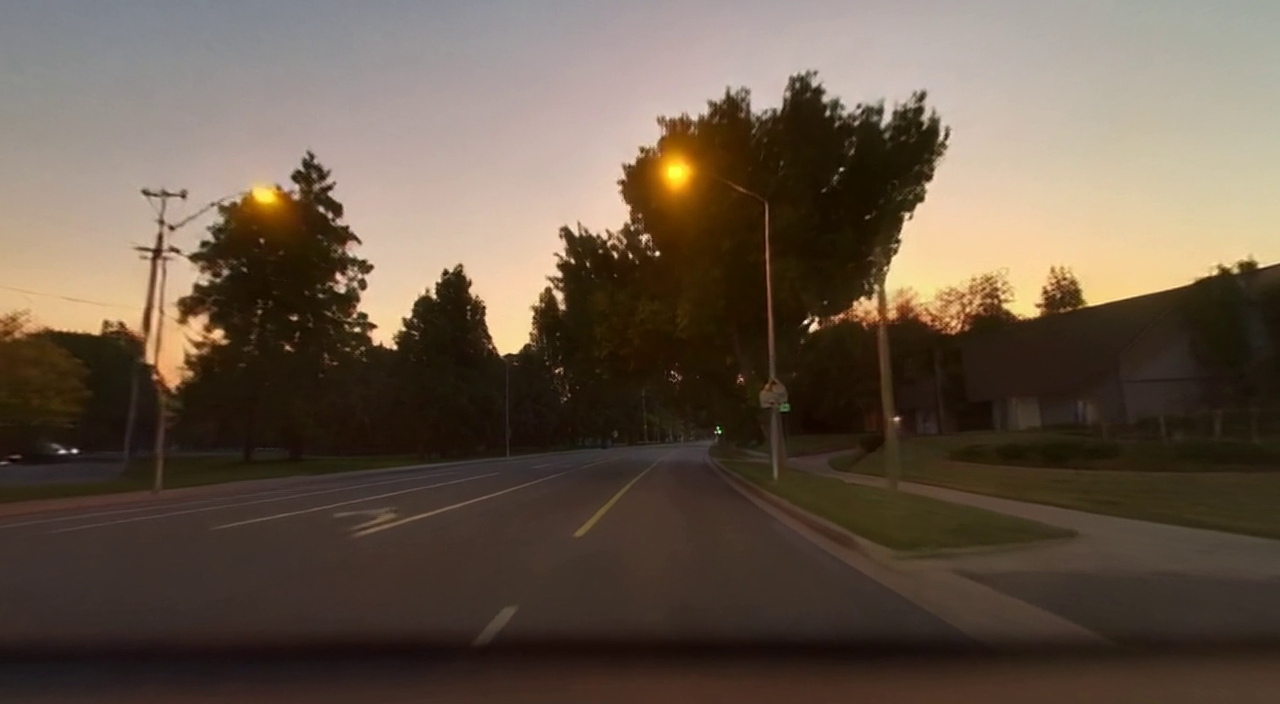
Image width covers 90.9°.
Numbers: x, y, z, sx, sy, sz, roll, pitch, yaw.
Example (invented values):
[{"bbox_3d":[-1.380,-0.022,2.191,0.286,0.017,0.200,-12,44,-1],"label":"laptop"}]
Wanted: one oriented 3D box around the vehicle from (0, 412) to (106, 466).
[{"bbox_3d":[-42.268,5.833,41.989,2.875,3.424,10.833,-2,-9,7],"label":"vehicle"}]
